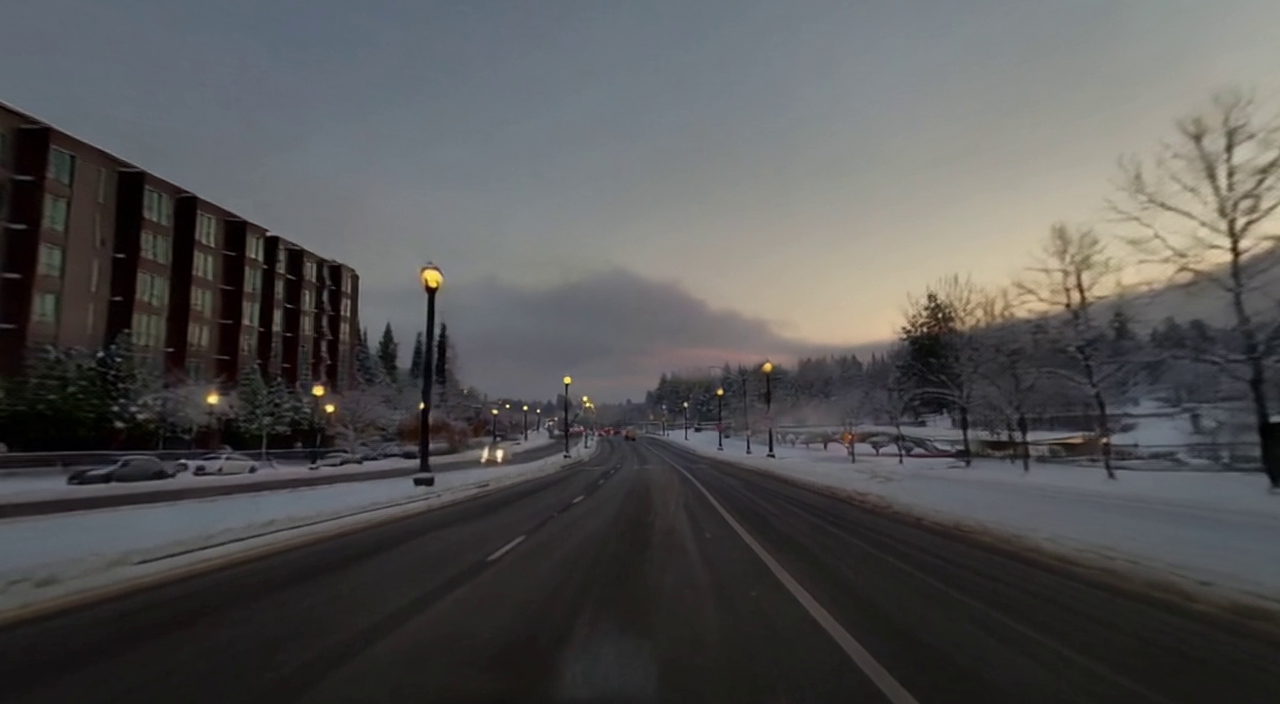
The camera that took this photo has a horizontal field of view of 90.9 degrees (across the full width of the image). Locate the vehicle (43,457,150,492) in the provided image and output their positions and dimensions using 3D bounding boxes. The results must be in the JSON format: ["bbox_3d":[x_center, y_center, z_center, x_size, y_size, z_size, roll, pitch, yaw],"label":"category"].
[{"bbox_3d":[-28.925,6.498,33.735,1.828,1.680,4.219,0,-8,2],"label":"vehicle"}]

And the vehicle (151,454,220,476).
[{"bbox_3d":[-34.228,8.506,47.556,3.844,1.533,1.734,4,-9,-25],"label":"vehicle"}]

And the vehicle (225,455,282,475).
[{"bbox_3d":[-28.655,8.392,46.859,1.629,1.411,3.897,-1,-9,2],"label":"vehicle"}]
